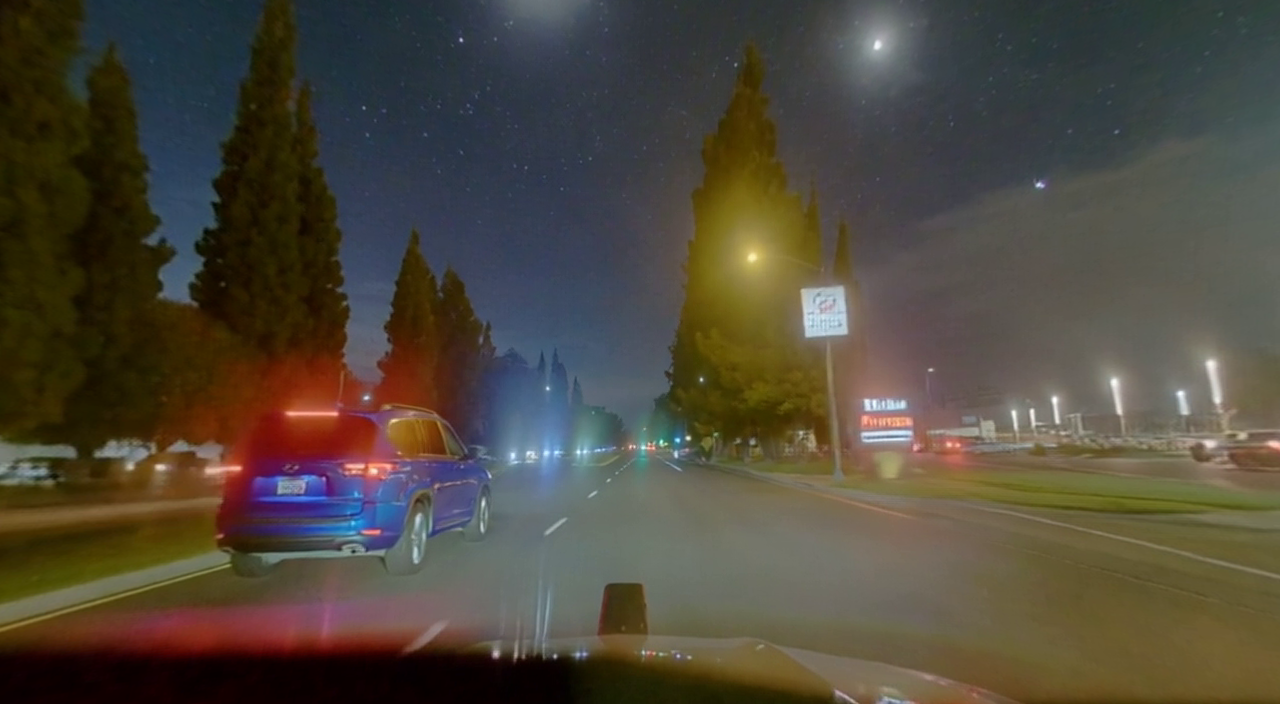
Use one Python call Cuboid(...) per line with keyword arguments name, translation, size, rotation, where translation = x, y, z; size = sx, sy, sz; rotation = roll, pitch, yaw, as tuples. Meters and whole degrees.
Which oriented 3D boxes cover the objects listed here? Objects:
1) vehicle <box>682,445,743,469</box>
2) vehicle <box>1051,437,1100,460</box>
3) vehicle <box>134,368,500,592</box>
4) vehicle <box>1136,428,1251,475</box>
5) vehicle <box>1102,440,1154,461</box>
Cuboid(name="vehicle", translation=(4.832, 7.051, 42.480), size=(1.919, 1.472, 4.470), rotation=(4, -10, -26))
Cuboid(name="vehicle", translation=(31.730, 7.045, 46.034), size=(1.982, 1.611, 4.314), rotation=(-3, -9, 22))
Cuboid(name="vehicle", translation=(-3.372, 1.465, 7.928), size=(2.152, 1.987, 4.527), rotation=(0, -9, 0))
Cuboid(name="vehicle", translation=(23.646, 4.279, 27.194), size=(2.180, 1.808, 4.462), rotation=(-3, -9, 21))
Cuboid(name="vehicle", translation=(36.044, 7.278, 46.698), size=(1.815, 1.419, 4.726), rotation=(-4, -9, 23))
